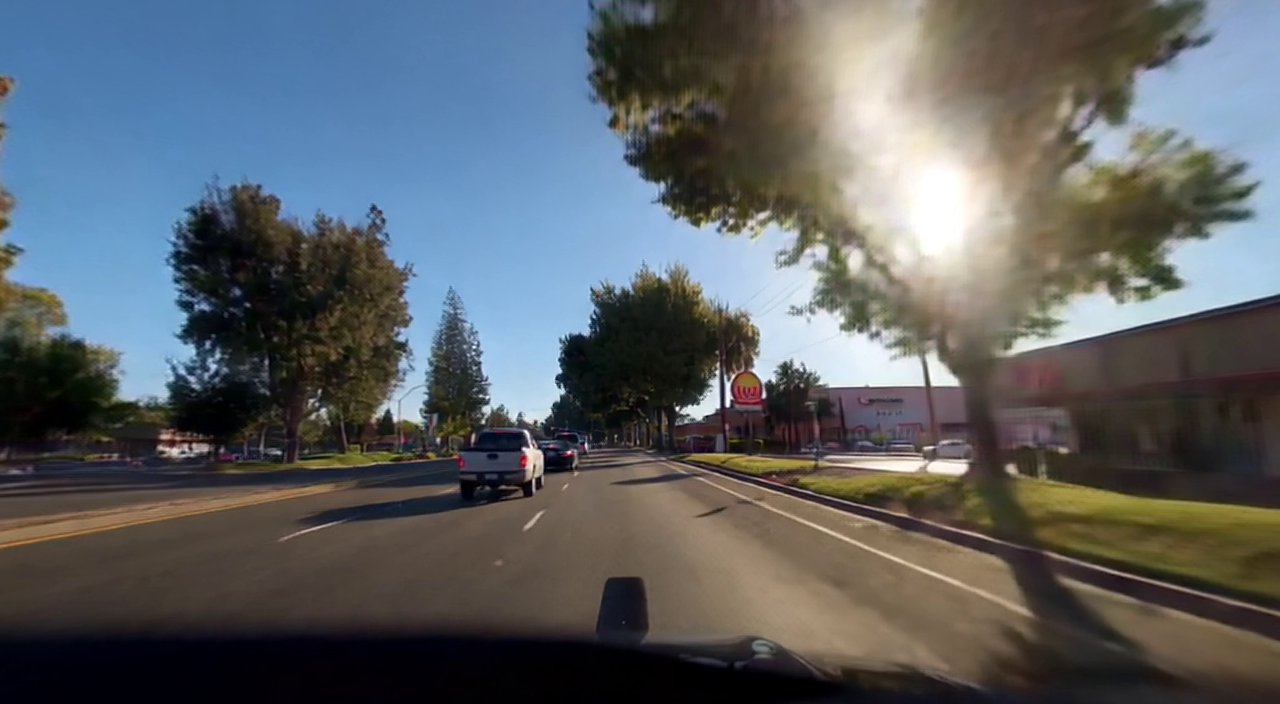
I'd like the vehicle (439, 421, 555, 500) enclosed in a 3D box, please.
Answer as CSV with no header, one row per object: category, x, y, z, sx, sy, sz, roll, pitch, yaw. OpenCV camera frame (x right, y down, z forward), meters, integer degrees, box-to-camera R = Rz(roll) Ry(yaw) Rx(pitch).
vehicle,-3.836,3.028,17.894,2.222,1.899,5.006,0,-8,-2

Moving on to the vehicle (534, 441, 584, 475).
vehicle,-3.710,4.876,29.284,2.113,1.446,4.309,1,-8,-5
